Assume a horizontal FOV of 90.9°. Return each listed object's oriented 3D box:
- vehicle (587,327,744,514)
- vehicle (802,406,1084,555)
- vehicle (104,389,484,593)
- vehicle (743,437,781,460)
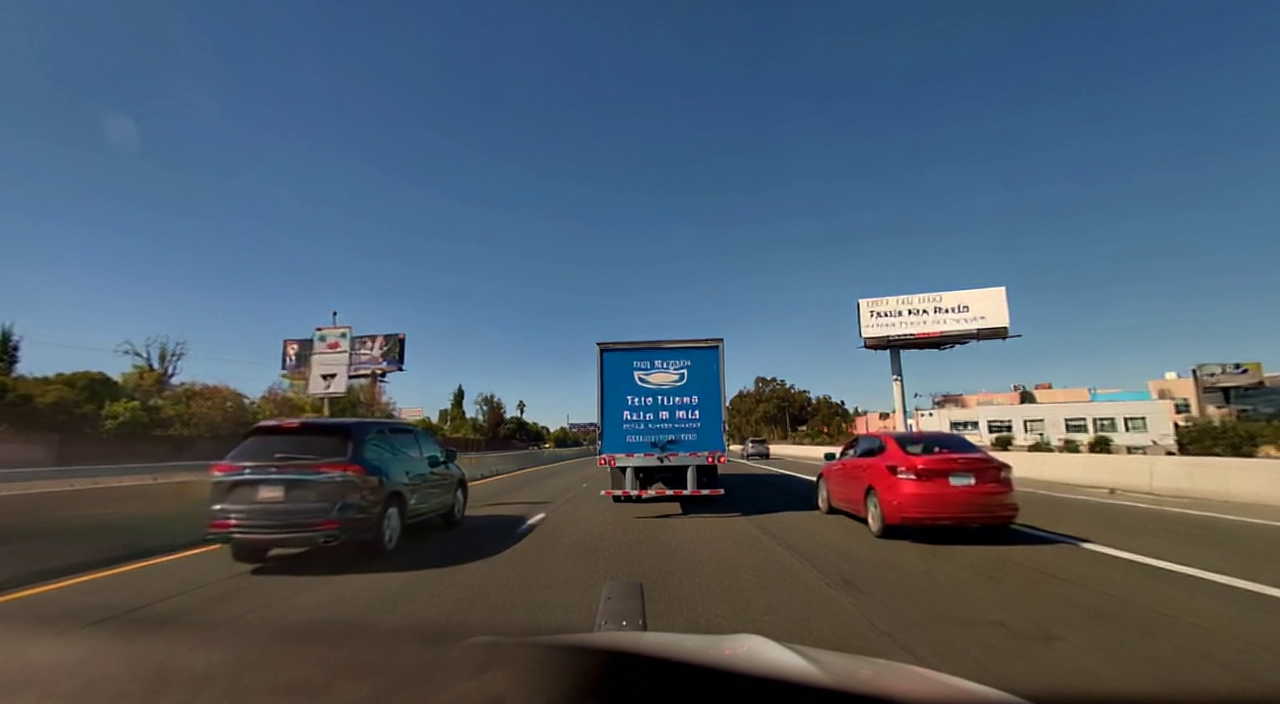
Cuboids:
[{"bbox_3d":[0.607,1.801,15.468,2.733,3.296,8.571,-1,-8,2],"label":"vehicle"},{"bbox_3d":[4.039,1.780,9.460,2.066,1.692,4.339,0,-8,0],"label":"vehicle"},{"bbox_3d":[-3.580,1.528,7.798,2.030,1.757,4.509,-1,-8,2],"label":"vehicle"},{"bbox_3d":[8.453,6.727,44.058,1.931,1.495,3.889,0,-8,1],"label":"vehicle"}]
